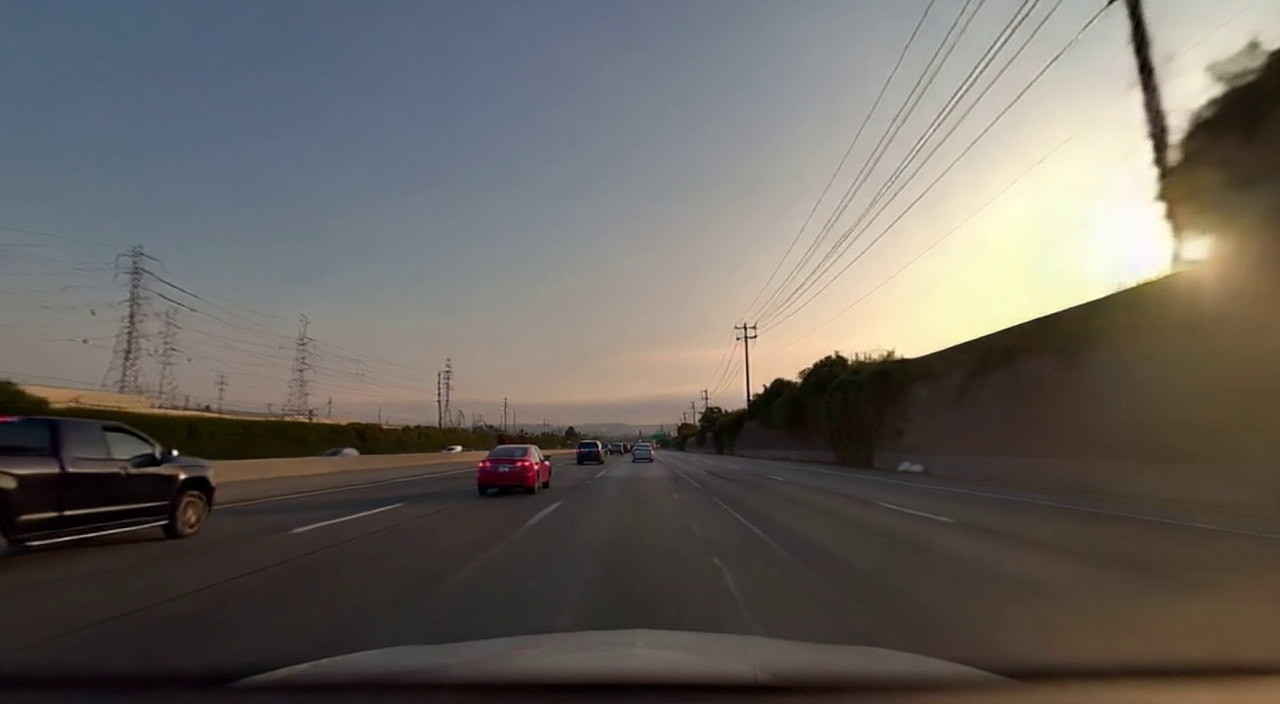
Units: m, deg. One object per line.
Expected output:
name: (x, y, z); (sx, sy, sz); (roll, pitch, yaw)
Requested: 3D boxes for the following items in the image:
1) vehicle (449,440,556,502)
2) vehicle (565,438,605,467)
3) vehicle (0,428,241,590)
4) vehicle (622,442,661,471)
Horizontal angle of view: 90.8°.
vehicle: (-3.557, 3.150, 17.176); (1.938, 1.444, 4.206); (0, -8, 0)
vehicle: (-3.558, 6.627, 41.901); (2.244, 1.752, 4.439); (0, -8, 0)
vehicle: (-6.961, 1.637, 7.002); (1.959, 1.496, 4.740); (0, -8, 0)
vehicle: (0.078, 5.764, 35.155); (2.030, 1.471, 4.115); (0, -8, 0)
